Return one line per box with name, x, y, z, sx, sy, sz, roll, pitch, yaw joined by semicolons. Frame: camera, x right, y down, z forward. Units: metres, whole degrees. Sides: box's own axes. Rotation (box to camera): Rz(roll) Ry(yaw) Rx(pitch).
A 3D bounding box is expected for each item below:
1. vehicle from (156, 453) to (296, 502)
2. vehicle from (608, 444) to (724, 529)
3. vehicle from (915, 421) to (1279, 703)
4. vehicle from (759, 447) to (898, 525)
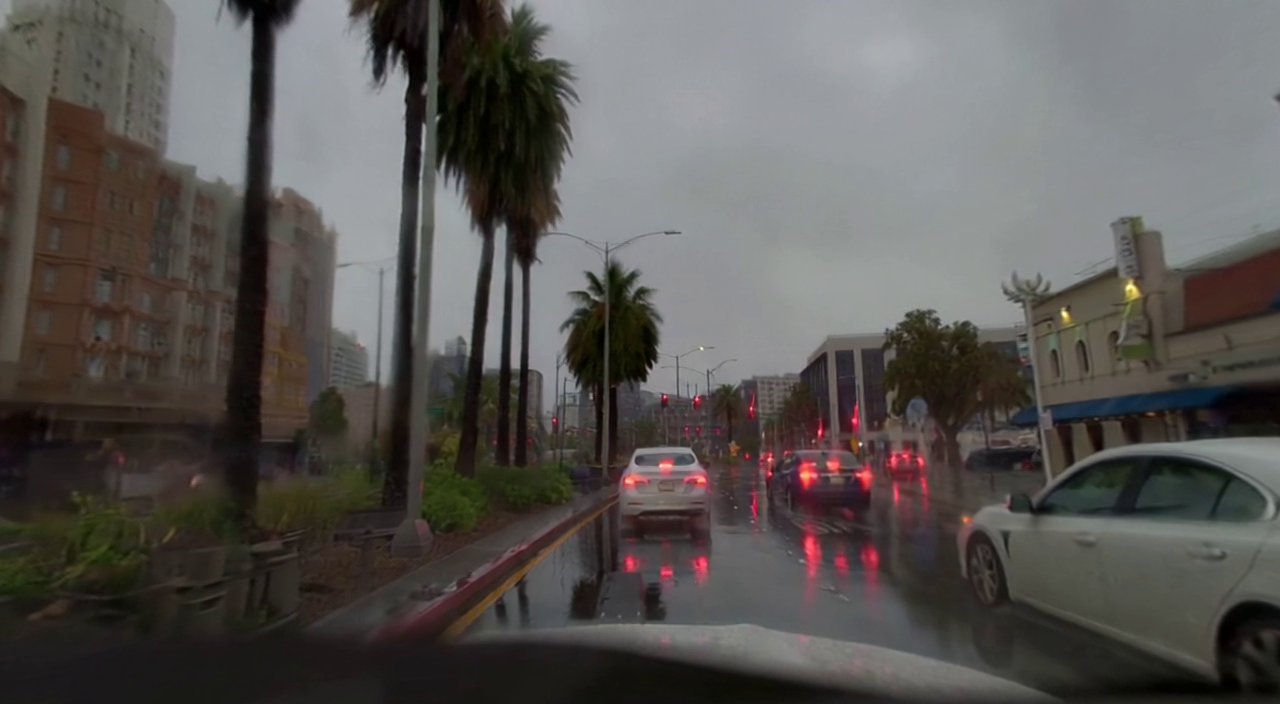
vehicle;-16.082;4.853;24.897;2.078;1.662;4.436;-2;-9;9
vehicle;0.577;2.701;13.255;2.078;1.503;3.681;-1;-9;4
vehicle;3.640;1.240;4.034;1.913;1.469;4.425;-1;-9;2
vehicle;4.092;2.952;14.563;1.920;1.490;4.417;0;-9;2
